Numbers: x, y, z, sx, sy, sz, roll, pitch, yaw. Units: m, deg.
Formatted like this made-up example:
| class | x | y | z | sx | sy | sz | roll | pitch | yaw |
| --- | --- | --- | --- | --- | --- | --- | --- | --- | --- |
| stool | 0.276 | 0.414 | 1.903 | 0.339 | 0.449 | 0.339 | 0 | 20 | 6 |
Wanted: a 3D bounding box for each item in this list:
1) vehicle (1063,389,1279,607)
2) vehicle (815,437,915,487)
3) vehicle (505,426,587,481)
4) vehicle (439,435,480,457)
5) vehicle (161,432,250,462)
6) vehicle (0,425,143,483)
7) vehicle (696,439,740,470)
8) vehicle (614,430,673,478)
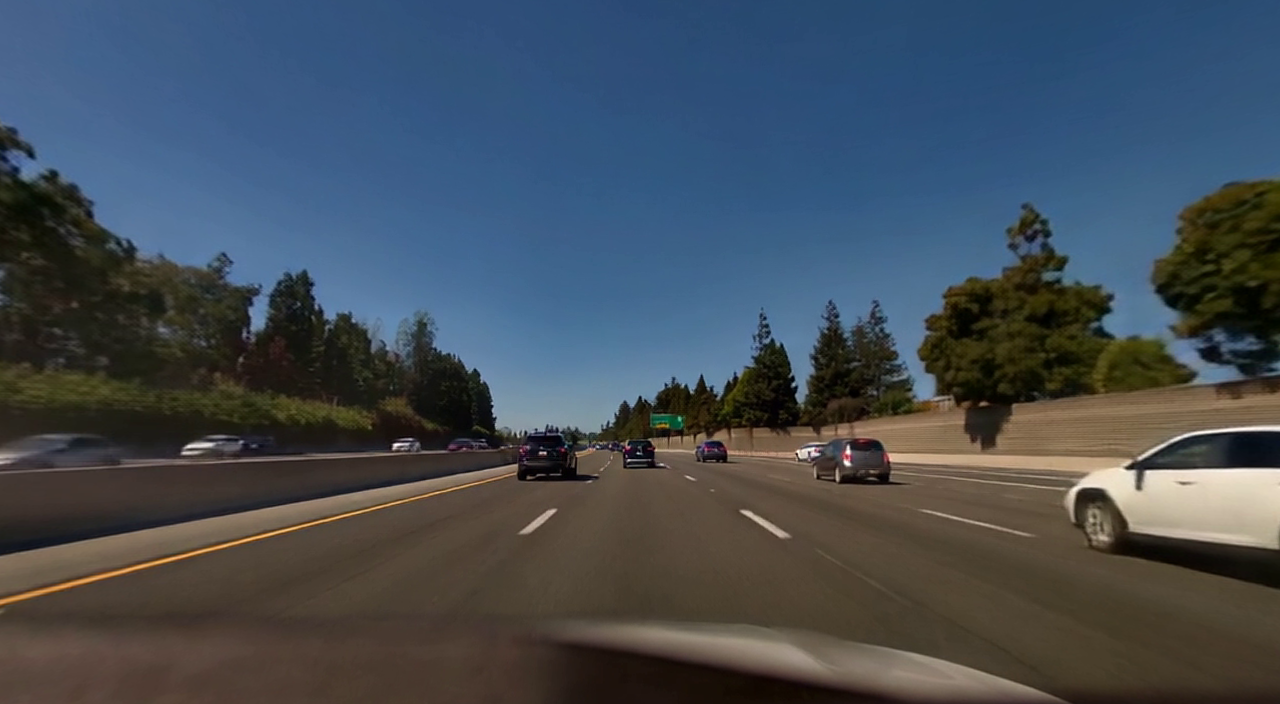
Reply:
| class | x | y | z | sx | sy | sz | roll | pitch | yaw |
| --- | --- | --- | --- | --- | --- | --- | --- | --- | --- |
| vehicle | 5.970 | 1.156 | 5.003 | 2.041 | 1.669 | 4.712 | 0 | -9 | 2 |
| vehicle | 7.748 | 3.806 | 22.089 | 1.989 | 1.569 | 3.964 | 0 | -9 | -1 |
| vehicle | -3.278 | 3.677 | 22.975 | 2.199 | 1.777 | 4.790 | 0 | -9 | 1 |
| vehicle | -14.211 | 7.448 | 49.830 | 1.885 | 1.593 | 4.292 | 0 | -9 | 1 |
| vehicle | -25.711 | 5.643 | 37.458 | 1.947 | 1.682 | 4.606 | 0 | -9 | 1 |
| vehicle | -18.007 | 3.051 | 18.997 | 1.992 | 1.524 | 4.843 | 0 | -9 | 1 |
| vehicle | 4.457 | 5.925 | 36.666 | 2.022 | 1.682 | 4.226 | 0 | -9 | 0 |
| vehicle | 0.134 | 4.074 | 25.224 | 2.181 | 1.728 | 3.970 | 0 | -9 | 0 |
